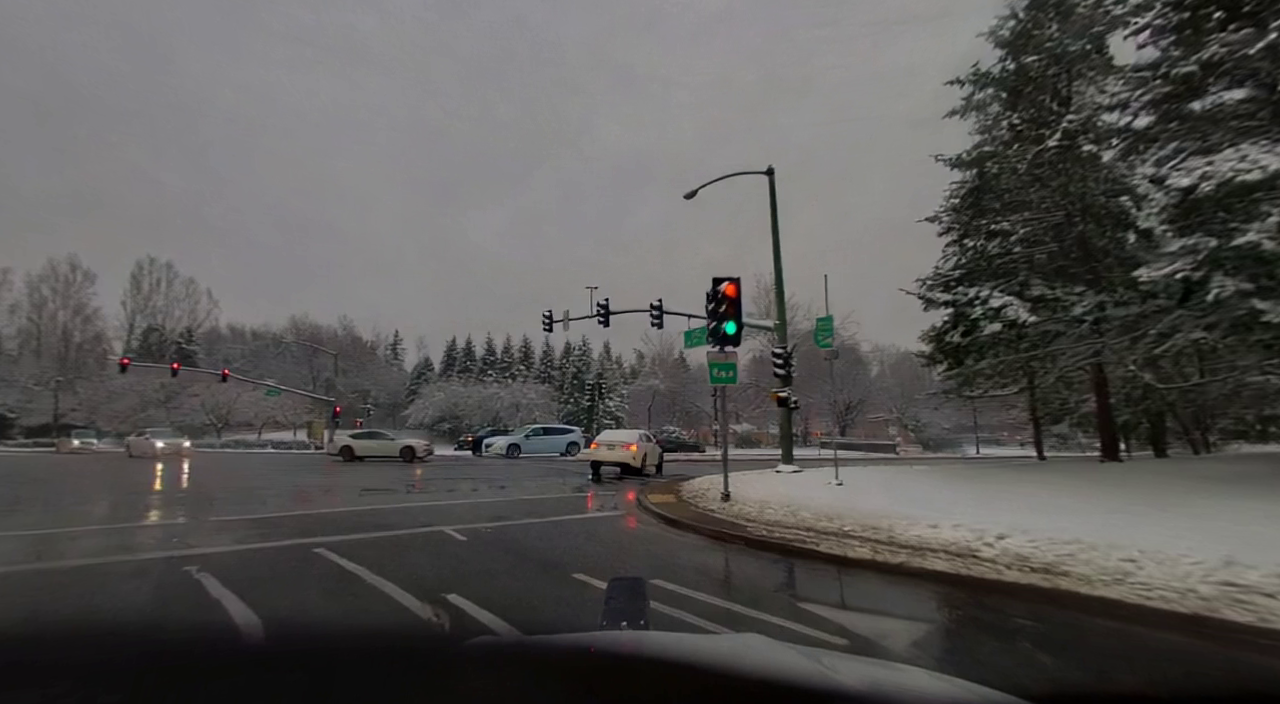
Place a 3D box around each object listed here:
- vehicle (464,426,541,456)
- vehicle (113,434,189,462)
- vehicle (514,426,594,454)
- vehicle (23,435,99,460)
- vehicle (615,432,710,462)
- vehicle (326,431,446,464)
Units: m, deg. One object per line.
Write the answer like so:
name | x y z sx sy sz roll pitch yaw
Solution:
vehicle | -8.608 5.604 39.668 4.360 1.749 1.895 7 -11 -40
vehicle | -26.659 5.208 34.299 4.686 1.425 2.018 -7 -10 37
vehicle | -5.144 5.324 38.086 4.483 1.589 1.852 6 -10 -37
vehicle | -43.624 7.186 47.488 5.332 1.807 2.450 -5 -9 28
vehicle | 1.252 4.990 33.356 5.032 1.473 1.827 6 -10 -37
vehicle | -11.017 4.148 27.472 4.425 1.366 1.865 -1 -8 5
